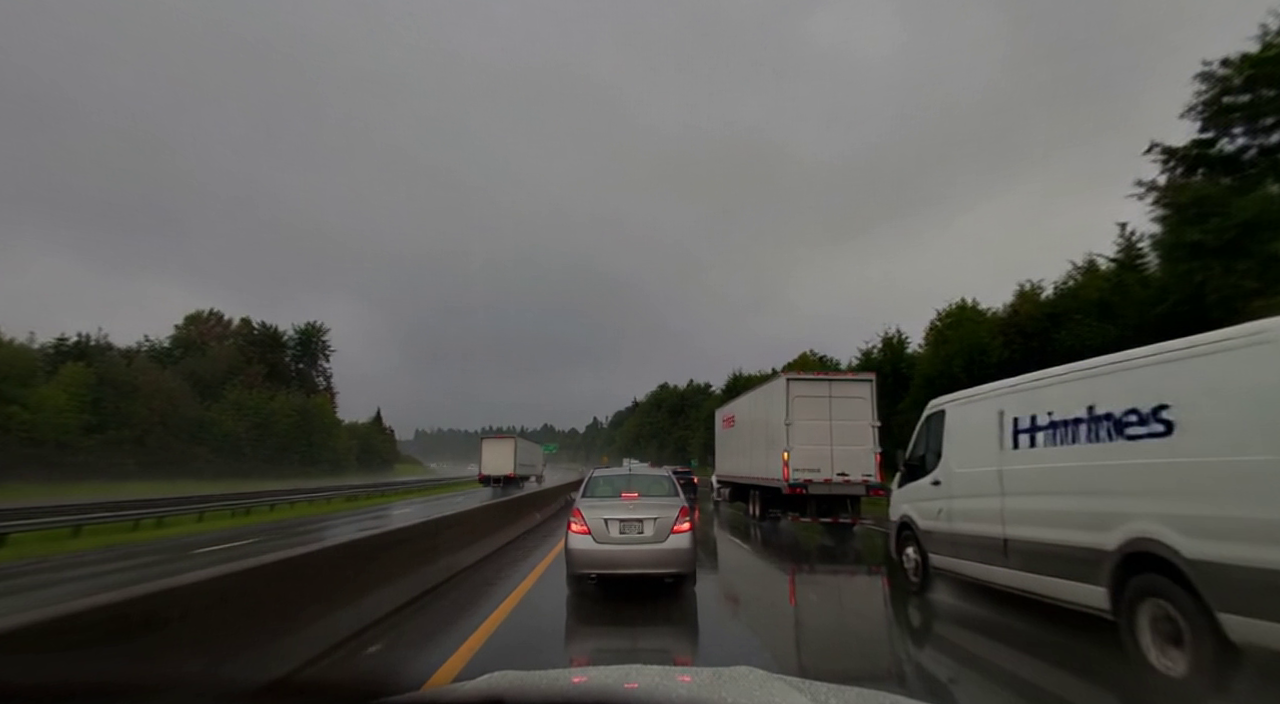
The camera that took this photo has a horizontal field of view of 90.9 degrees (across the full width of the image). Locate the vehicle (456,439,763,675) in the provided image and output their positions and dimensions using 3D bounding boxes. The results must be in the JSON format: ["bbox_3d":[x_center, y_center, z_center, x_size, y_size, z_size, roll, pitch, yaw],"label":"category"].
[{"bbox_3d":[-0.245,1.661,5.879,1.980,1.493,3.410,1,-11,-2],"label":"vehicle"}]

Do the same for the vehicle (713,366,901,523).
[{"bbox_3d":[4.881,3.361,21.713,2.936,3.972,11.144,1,-11,-3],"label":"vehicle"}]

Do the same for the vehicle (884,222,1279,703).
[{"bbox_3d":[4.176,1.068,4.979,2.328,2.537,5.290,1,-11,0],"label":"vehicle"}]
